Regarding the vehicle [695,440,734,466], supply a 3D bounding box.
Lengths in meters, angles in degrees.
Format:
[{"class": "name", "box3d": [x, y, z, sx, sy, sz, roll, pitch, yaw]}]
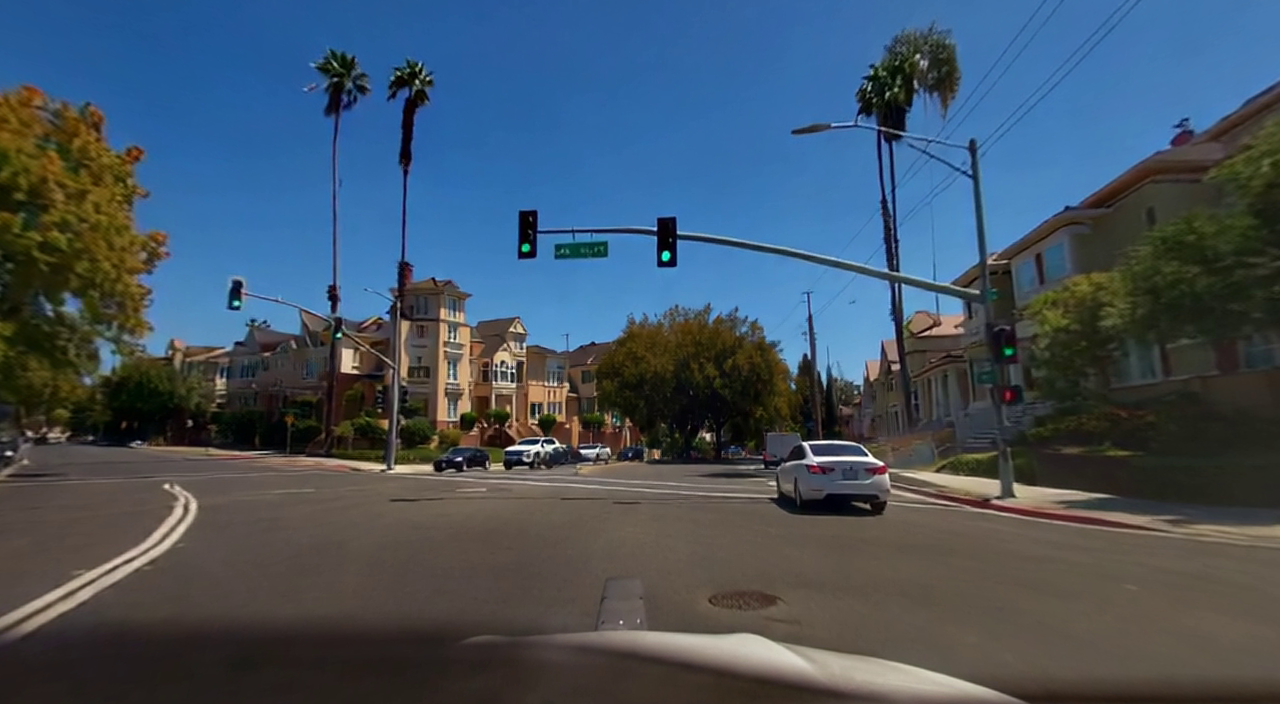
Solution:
[{"class": "vehicle", "box3d": [4.805, 6.434, 40.450, 1.923, 1.576, 4.026, -2, -9, 14]}]

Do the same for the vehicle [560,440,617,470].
[{"class": "vehicle", "box3d": [-2.916, 5.928, 36.649, 1.852, 1.498, 4.238, -5, -9, 16]}]

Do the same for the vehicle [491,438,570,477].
[{"class": "vehicle", "box3d": [-5.085, 4.961, 30.134, 1.959, 1.515, 4.668, -2, -6, 14]}]

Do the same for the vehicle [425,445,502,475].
[{"class": "vehicle", "box3d": [-8.582, 5.245, 31.013, 1.891, 1.358, 3.828, -2, -9, 16]}]

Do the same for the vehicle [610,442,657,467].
[{"class": "vehicle", "box3d": [-0.418, 7.468, 46.268, 2.081, 1.453, 4.698, -5, -7, 16]}]

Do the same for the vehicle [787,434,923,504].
[{"class": "vehicle", "box3d": [5.377, 2.976, 16.546, 2.096, 1.552, 4.519, 0, -8, 2]}]

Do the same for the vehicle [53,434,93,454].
[{"class": "vehicle", "box3d": [-42.533, 6.895, 47.319, 2.013, 1.442, 4.173, 7, -11, -42]}]

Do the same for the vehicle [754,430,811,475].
[{"class": "vehicle", "box3d": [6.725, 4.787, 30.298, 2.109, 2.002, 4.424, -1, -8, 6]}]
